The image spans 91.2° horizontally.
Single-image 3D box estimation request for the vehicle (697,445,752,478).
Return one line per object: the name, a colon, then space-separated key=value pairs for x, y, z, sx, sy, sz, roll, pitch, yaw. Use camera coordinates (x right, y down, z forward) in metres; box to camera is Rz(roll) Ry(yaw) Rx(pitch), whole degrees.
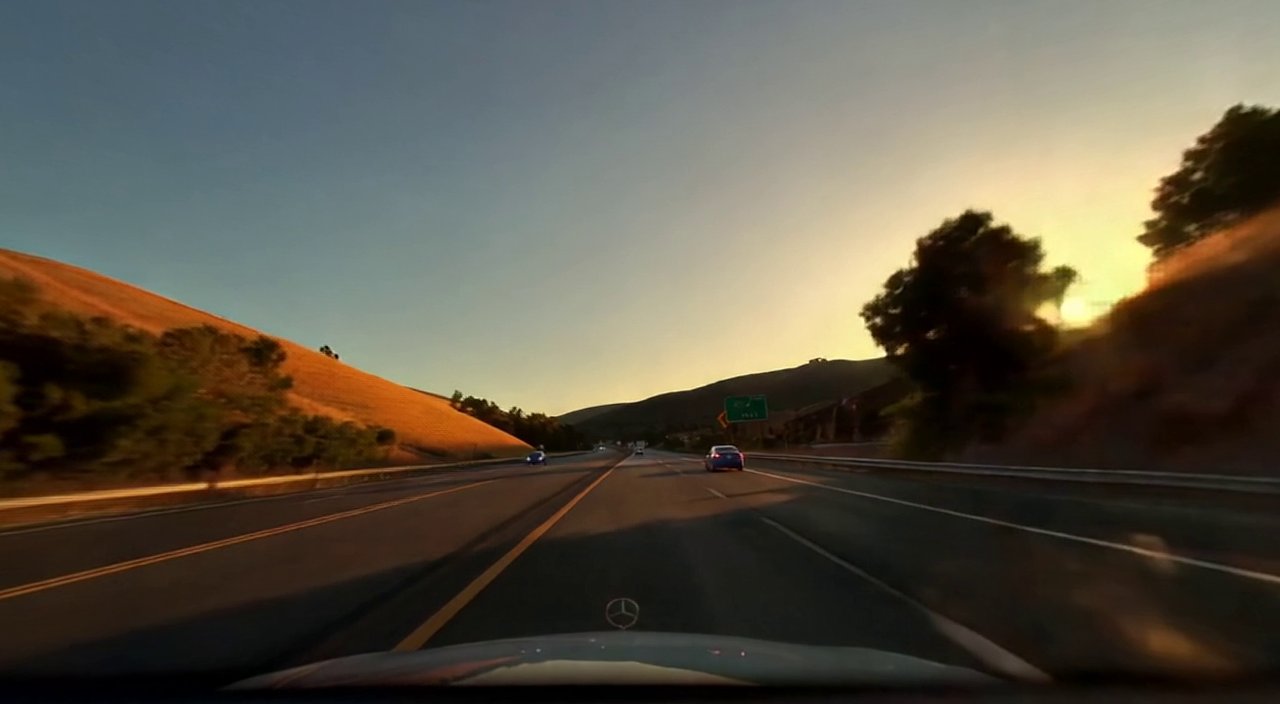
vehicle: x=4.023 y=5.273 z=30.463 sx=1.981 sy=1.440 sz=4.125 roll=0 pitch=-9 yaw=-1
